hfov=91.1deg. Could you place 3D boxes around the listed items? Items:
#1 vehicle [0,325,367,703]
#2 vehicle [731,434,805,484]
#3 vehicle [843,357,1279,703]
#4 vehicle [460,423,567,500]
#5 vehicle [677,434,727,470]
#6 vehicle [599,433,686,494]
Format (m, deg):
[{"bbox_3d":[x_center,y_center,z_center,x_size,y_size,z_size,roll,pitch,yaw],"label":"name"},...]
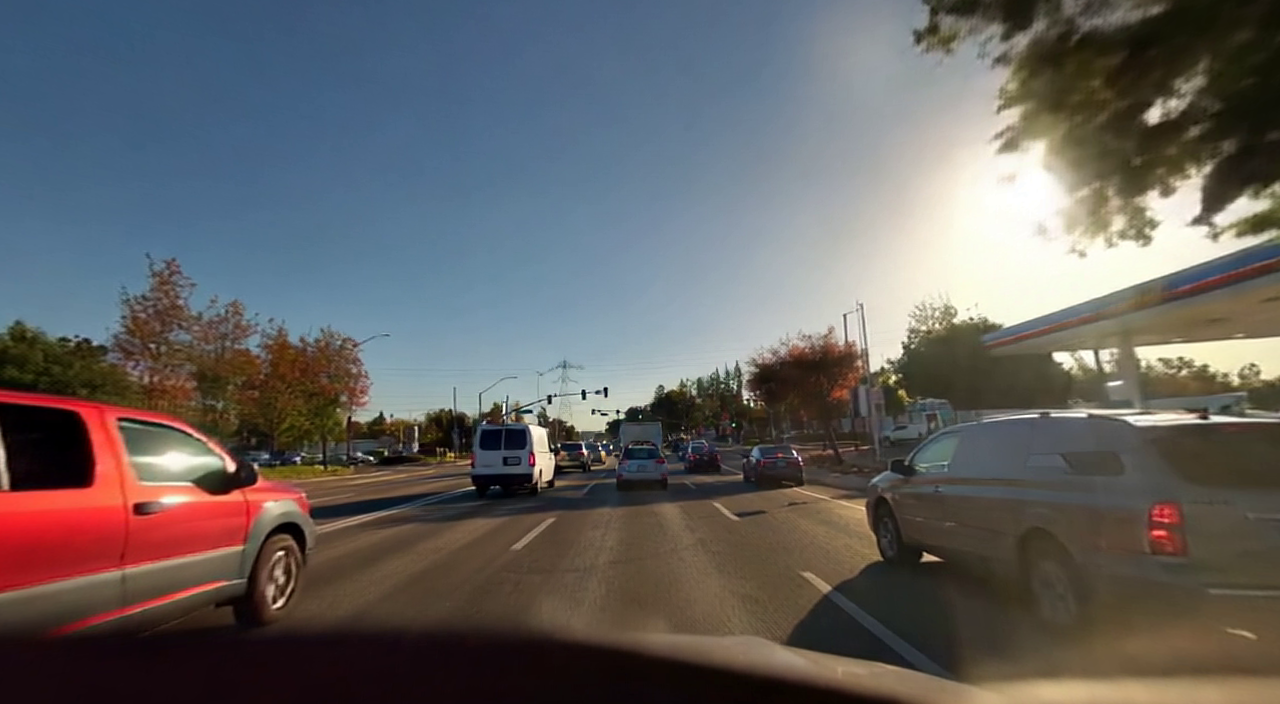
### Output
[{"bbox_3d":[-3.495,0.850,2.955,2.002,1.747,5.173,0,-8,1],"label":"vehicle"},{"bbox_3d":[4.749,4.040,23.993,2.119,1.696,4.623,-1,-8,4],"label":"vehicle"},{"bbox_3d":[3.644,1.262,5.520,2.055,1.786,4.817,0,-8,0],"label":"vehicle"},{"bbox_3d":[-3.505,3.151,18.477,2.025,1.936,4.995,0,-8,1],"label":"vehicle"},{"bbox_3d":[3.298,5.423,34.338,2.193,1.795,5.130,0,-8,0],"label":"vehicle"},{"bbox_3d":[0.062,3.541,20.466,2.426,1.703,5.602,0,-8,0],"label":"vehicle"}]
